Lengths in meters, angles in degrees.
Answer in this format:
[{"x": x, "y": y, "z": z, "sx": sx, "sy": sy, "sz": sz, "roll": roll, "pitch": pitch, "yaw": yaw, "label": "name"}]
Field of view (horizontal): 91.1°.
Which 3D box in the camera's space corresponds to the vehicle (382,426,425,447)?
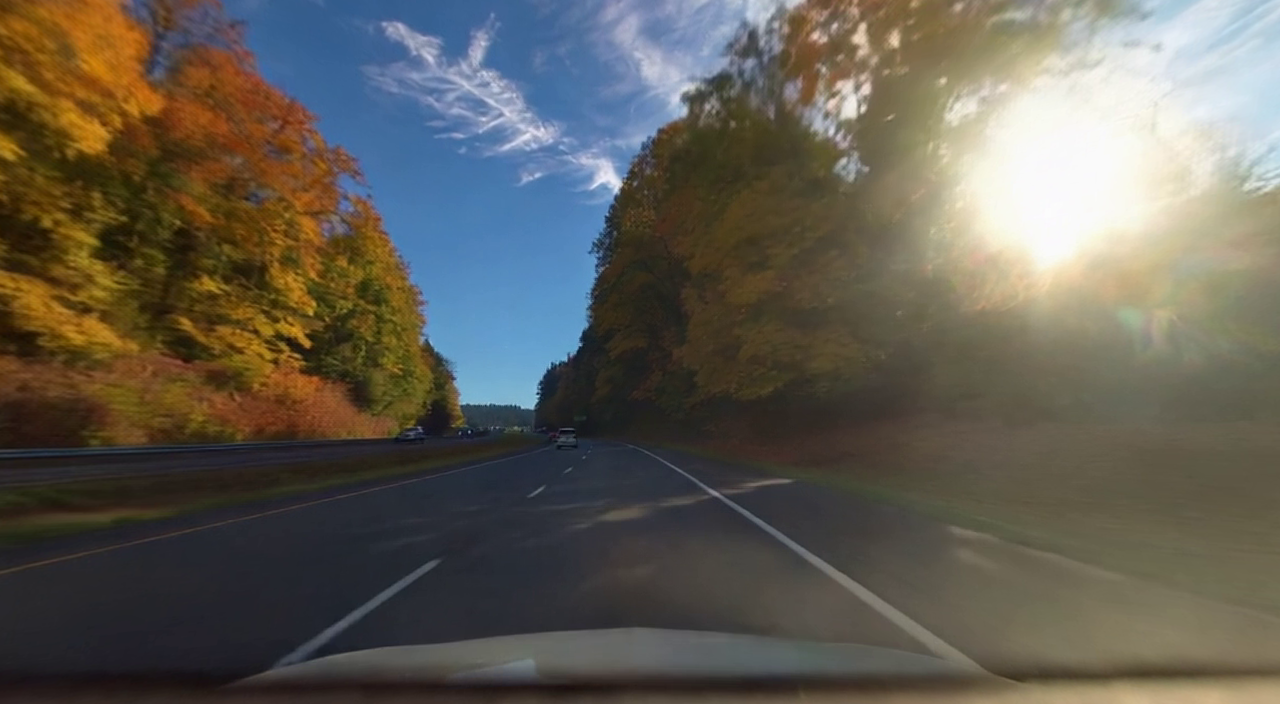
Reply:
[{"x": -18.624, "y": 6.680, "z": 49.674, "sx": 1.890, "sy": 1.570, "sz": 4.318, "roll": 0, "pitch": -8, "yaw": -2, "label": "vehicle"}]
